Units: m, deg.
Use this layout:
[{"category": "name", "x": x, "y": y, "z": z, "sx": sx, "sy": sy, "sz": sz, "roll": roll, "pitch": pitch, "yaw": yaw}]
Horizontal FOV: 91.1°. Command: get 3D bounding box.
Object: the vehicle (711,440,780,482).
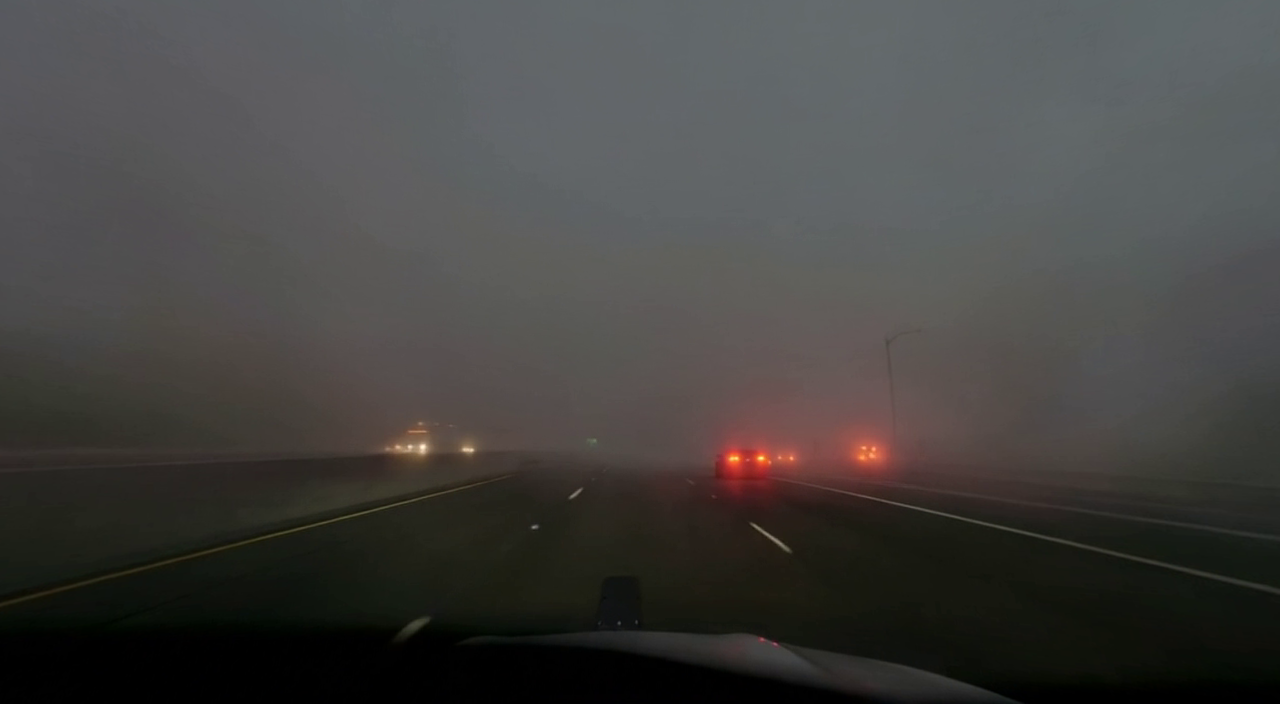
[{"category": "vehicle", "x": 4.183, "y": 4.418, "z": 25.577, "sx": 1.984, "sy": 1.540, "sz": 3.973, "roll": 0, "pitch": -9, "yaw": -1}]
